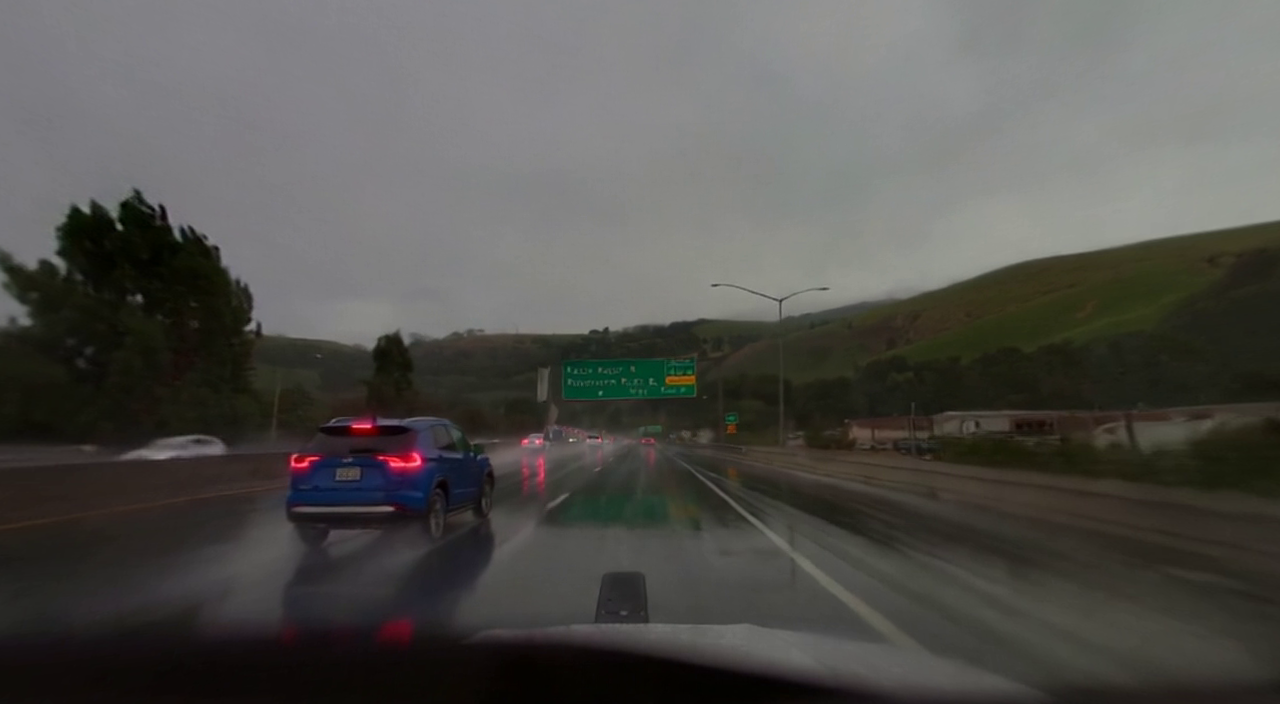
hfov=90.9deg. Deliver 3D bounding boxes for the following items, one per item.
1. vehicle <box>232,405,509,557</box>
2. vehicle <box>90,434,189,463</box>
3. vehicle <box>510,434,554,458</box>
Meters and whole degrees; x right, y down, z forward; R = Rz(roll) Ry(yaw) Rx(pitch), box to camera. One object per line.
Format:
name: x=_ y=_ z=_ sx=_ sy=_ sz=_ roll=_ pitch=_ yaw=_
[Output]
vehicle: x=-3.546 y=1.795 z=9.469 sx=2.138 sy=1.718 sz=4.415 roll=0 pitch=-8 yaw=1
vehicle: x=-28.440 y=5.499 z=36.067 sx=1.901 sy=1.540 sz=4.517 roll=0 pitch=-8 yaw=1
vehicle: x=-7.003 y=6.159 z=41.295 sx=1.963 sy=1.476 sz=4.739 roll=0 pitch=-8 yaw=2
